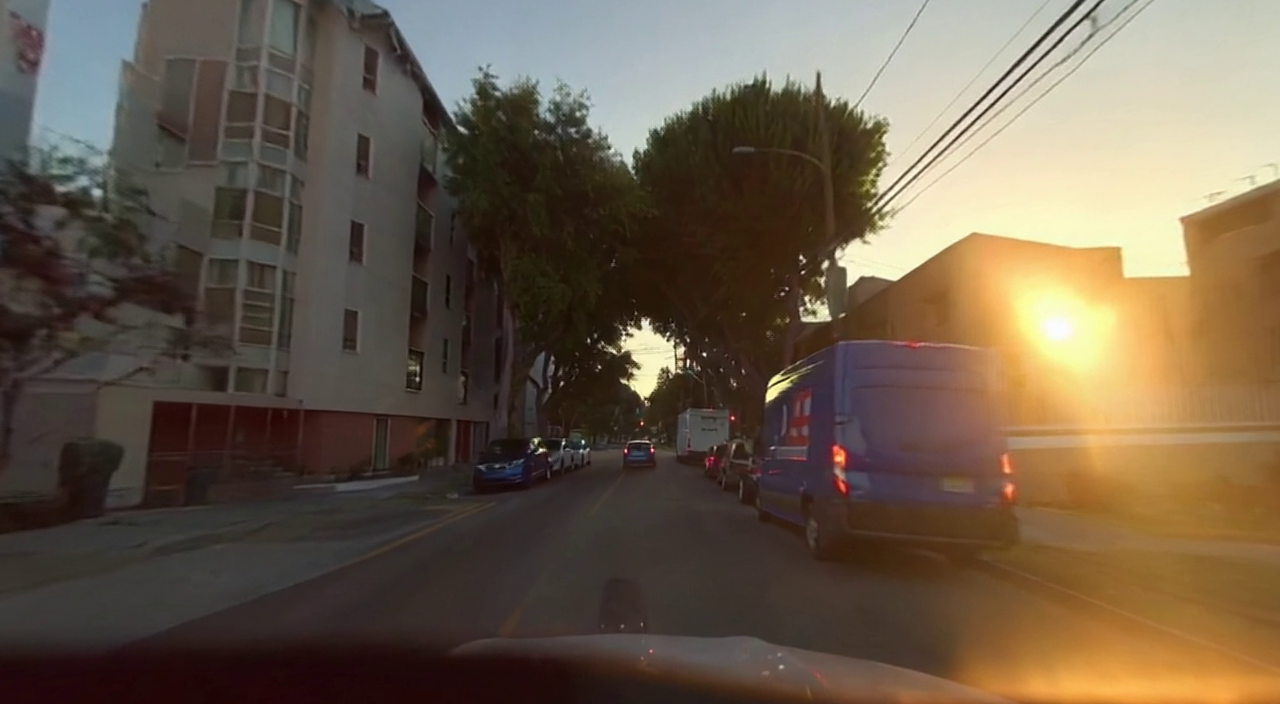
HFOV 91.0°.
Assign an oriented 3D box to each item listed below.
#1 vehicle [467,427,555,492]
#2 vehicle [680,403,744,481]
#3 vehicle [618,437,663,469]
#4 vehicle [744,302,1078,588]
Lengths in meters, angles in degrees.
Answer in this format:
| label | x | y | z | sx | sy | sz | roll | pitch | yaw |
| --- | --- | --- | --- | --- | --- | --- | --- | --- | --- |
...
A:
| label | x | y | z | sx | sy | sz | roll | pitch | yaw |
| --- | --- | --- | --- | --- | --- | --- | --- | --- | --- |
| vehicle | -4.062 | 3.401 | 20.526 | 1.951 | 1.662 | 4.046 | 1 | -4 | 1 |
| vehicle | 3.197 | 4.000 | 29.450 | 2.489 | 3.082 | 6.627 | 0 | -4 | 2 |
| vehicle | 0.099 | 4.958 | 31.141 | 2.095 | 1.510 | 3.605 | 0 | -8 | 2 |
| vehicle | 3.139 | 1.289 | 9.175 | 2.245 | 2.843 | 5.762 | 0 | -8 | 0 |
